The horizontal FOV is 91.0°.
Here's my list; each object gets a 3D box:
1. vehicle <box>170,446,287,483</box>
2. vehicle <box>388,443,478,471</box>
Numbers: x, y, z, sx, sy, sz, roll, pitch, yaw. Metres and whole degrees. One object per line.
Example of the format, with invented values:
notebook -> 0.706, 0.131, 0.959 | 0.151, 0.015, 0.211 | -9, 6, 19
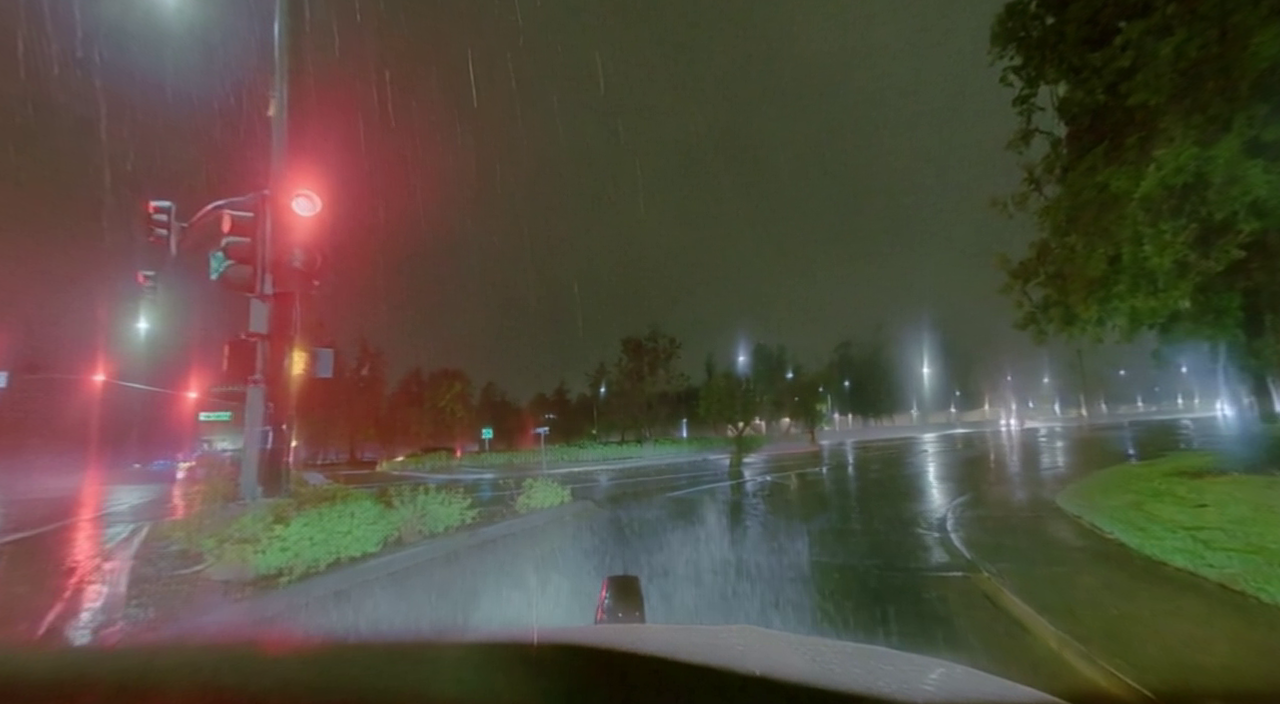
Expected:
vehicle -> -21.699, 5.875, 33.340 | 4.782, 1.776, 2.118 | 7, -11, -42
vehicle -> -11.864, 5.996, 36.200 | 4.527, 1.444, 1.811 | 8, -11, -42
